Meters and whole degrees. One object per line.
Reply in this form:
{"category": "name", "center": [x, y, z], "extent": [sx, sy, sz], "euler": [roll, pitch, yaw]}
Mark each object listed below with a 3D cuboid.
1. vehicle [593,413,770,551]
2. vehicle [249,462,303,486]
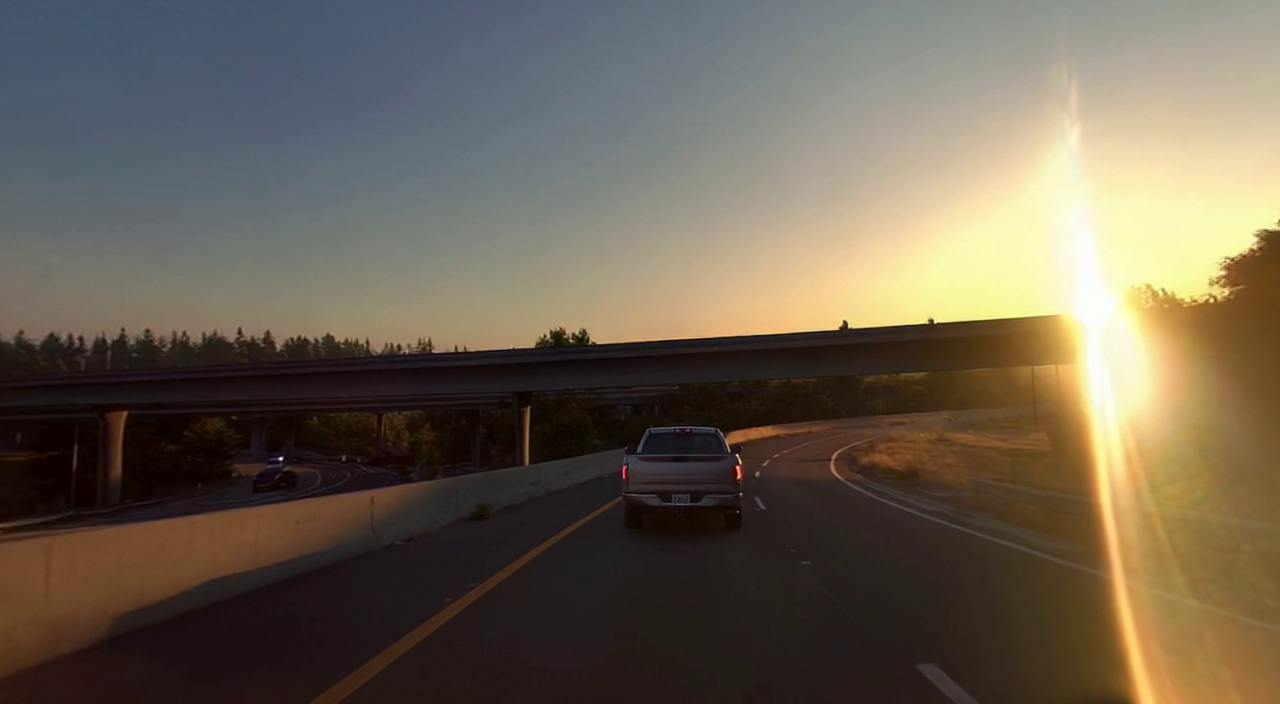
{"category": "vehicle", "center": [0.690, 1.968, 10.242], "extent": [2.235, 1.716, 4.435], "euler": [-1, -9, 5]}
{"category": "vehicle", "center": [-25.522, 8.553, 44.314], "extent": [1.965, 1.464, 4.514], "euler": [2, -9, -13]}
